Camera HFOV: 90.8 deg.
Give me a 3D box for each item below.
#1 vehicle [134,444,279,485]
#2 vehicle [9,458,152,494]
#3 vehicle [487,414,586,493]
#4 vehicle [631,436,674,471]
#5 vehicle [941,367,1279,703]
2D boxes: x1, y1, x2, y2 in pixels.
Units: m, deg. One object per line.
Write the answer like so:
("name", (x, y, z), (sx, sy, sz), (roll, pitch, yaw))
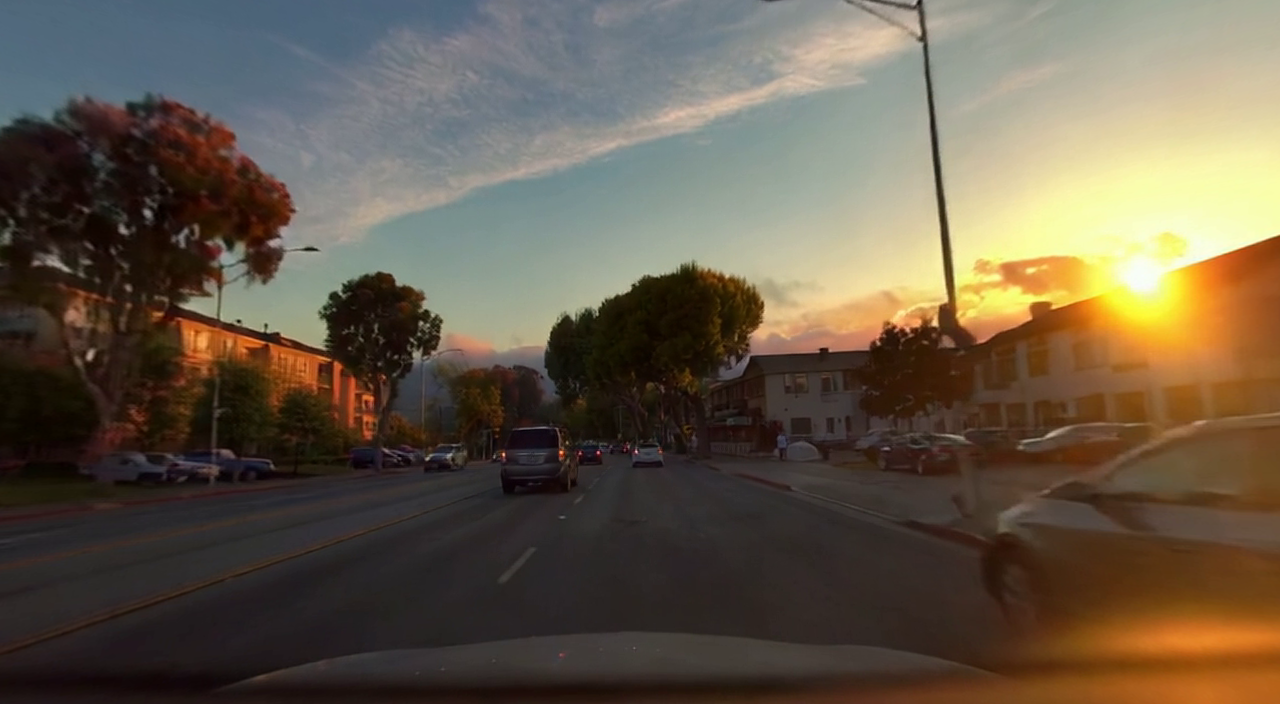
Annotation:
("vehicle", (-24.041, 6.267, 35.305), (6.055, 2.148, 2.690), (0, -9, -1))
("vehicle", (-26.562, 5.868, 30.120), (4.926, 1.571, 1.941), (0, -9, -1))
("vehicle", (-3.029, 3.157, 19.802), (2.213, 2.123, 5.124), (0, -9, 0))
("vehicle", (0.577, 5.299, 33.151), (2.126, 1.657, 4.132), (0, -9, -1))
("vehicle", (3.524, 0.845, 2.232), (2.049, 1.631, 5.292), (0, -9, -4))
